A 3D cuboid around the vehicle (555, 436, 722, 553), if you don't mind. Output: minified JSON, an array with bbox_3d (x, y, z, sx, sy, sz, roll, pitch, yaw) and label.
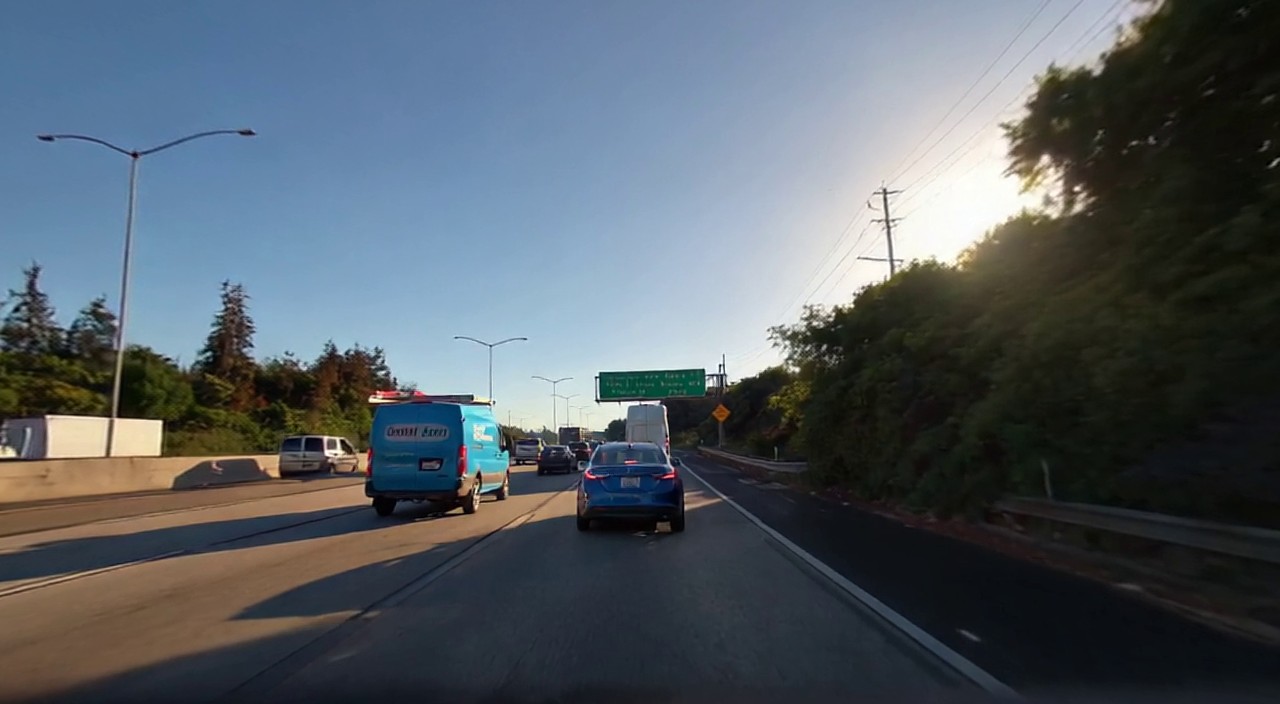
[{"bbox_3d":[-0.023,2.067,9.863,2.054,1.421,4.090,0,-8,0],"label":"vehicle"}]

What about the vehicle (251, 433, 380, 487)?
[{"bbox_3d":[-11.415,3.829,22.582,2.000,1.695,4.806,0,-8,1],"label":"vehicle"}]

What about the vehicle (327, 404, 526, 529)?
[{"bbox_3d":[-3.784,2.140,12.220,2.142,1.952,4.556,0,-8,1],"label":"vehicle"}]

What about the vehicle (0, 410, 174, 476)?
[{"bbox_3d":[-37.389,6.082,41.973,2.933,3.731,11.455,-1,-8,4],"label":"vehicle"}]
